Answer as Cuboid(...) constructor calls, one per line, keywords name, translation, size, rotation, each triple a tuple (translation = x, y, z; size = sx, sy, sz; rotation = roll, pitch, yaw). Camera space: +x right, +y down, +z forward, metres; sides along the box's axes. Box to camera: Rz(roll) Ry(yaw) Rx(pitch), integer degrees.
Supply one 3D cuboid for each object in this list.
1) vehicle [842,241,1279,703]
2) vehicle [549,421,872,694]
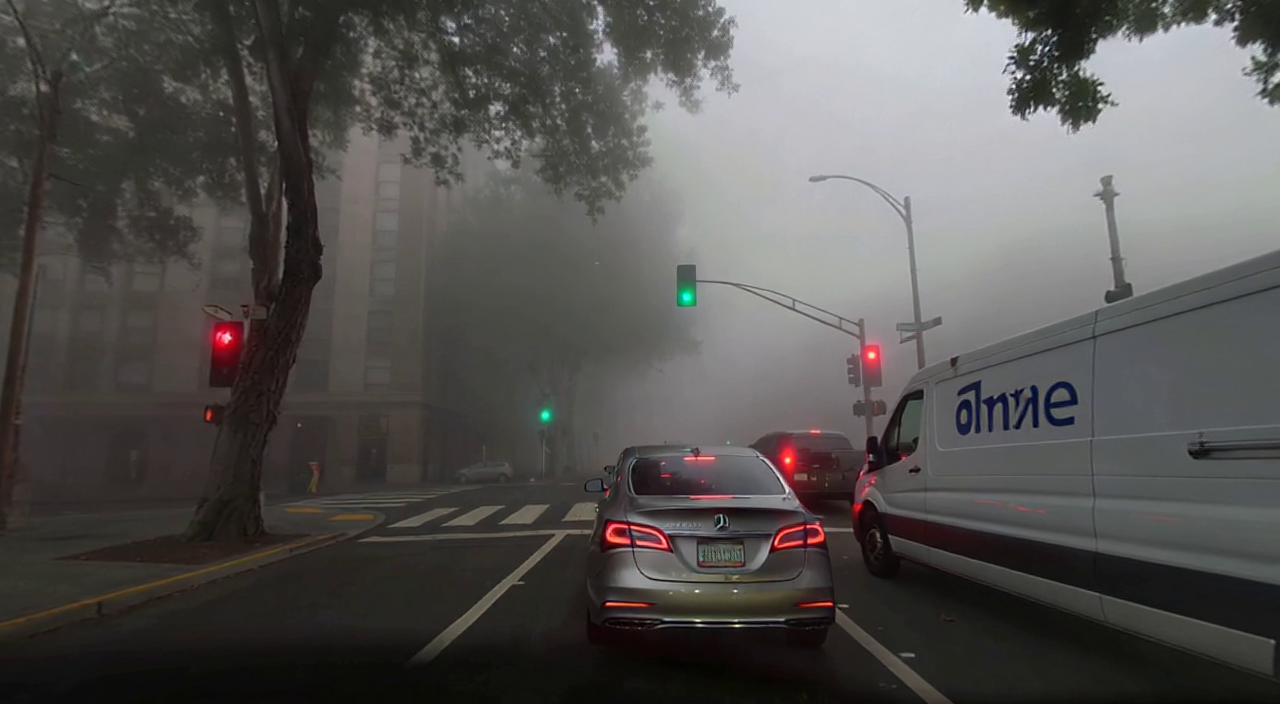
Cuboid(name="vehicle", translation=(2.849, 0.891, 2.899), size=(2.054, 1.965, 5.248), rotation=(1, -11, 0))
Cuboid(name="vehicle", translation=(0.393, 1.590, 5.729), size=(1.961, 1.629, 3.610), rotation=(1, -11, -1))
